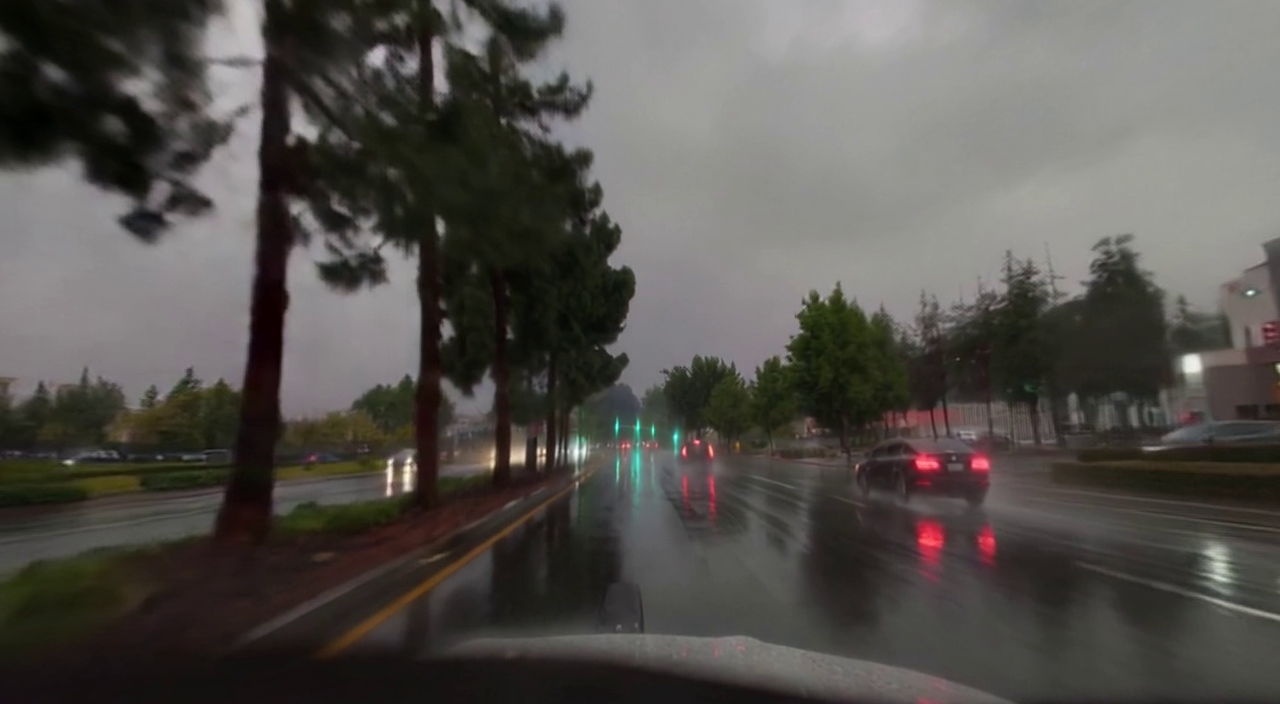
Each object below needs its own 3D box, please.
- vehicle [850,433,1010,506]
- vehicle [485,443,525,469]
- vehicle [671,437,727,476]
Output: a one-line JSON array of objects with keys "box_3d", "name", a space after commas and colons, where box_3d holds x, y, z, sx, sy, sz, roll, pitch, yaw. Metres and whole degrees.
[{"box_3d": [6.859, 2.812, 15.484, 1.886, 1.528, 4.169, 0, -9, -1], "name": "vehicle"}, {"box_3d": [-9.549, 7.389, 44.884, 1.968, 1.684, 4.265, 0, -9, -1], "name": "vehicle"}, {"box_3d": [2.664, 4.854, 29.455, 2.161, 1.676, 4.151, 0, -9, -1], "name": "vehicle"}]
